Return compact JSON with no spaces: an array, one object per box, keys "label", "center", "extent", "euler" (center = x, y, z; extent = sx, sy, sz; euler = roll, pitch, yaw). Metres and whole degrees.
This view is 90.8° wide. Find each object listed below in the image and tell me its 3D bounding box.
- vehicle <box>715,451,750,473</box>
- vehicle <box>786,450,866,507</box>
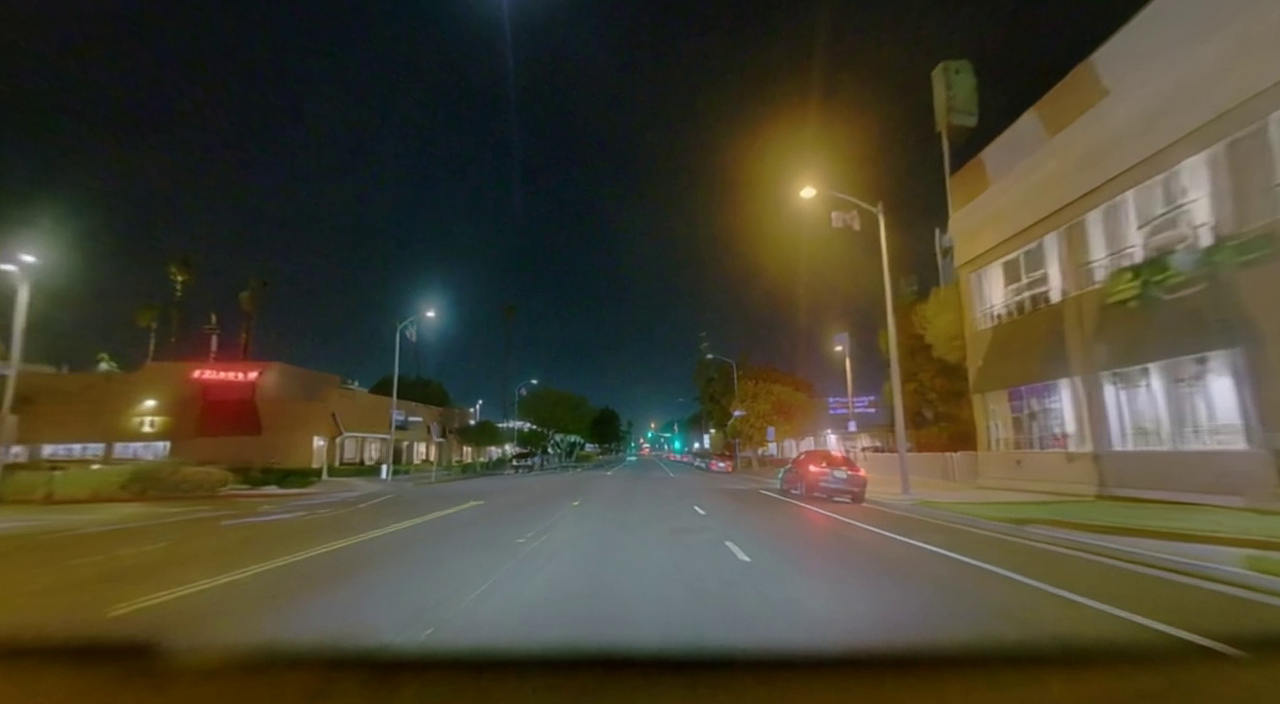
[{"label":"vehicle","center":[6.777,8.092,46.781],"extent":[1.840,1.503,4.760],"euler":[0,-8,-1]},{"label":"vehicle","center":[5.742,3.805,19.568],"extent":[2.067,1.477,4.653],"euler":[-2,-9,16]}]
